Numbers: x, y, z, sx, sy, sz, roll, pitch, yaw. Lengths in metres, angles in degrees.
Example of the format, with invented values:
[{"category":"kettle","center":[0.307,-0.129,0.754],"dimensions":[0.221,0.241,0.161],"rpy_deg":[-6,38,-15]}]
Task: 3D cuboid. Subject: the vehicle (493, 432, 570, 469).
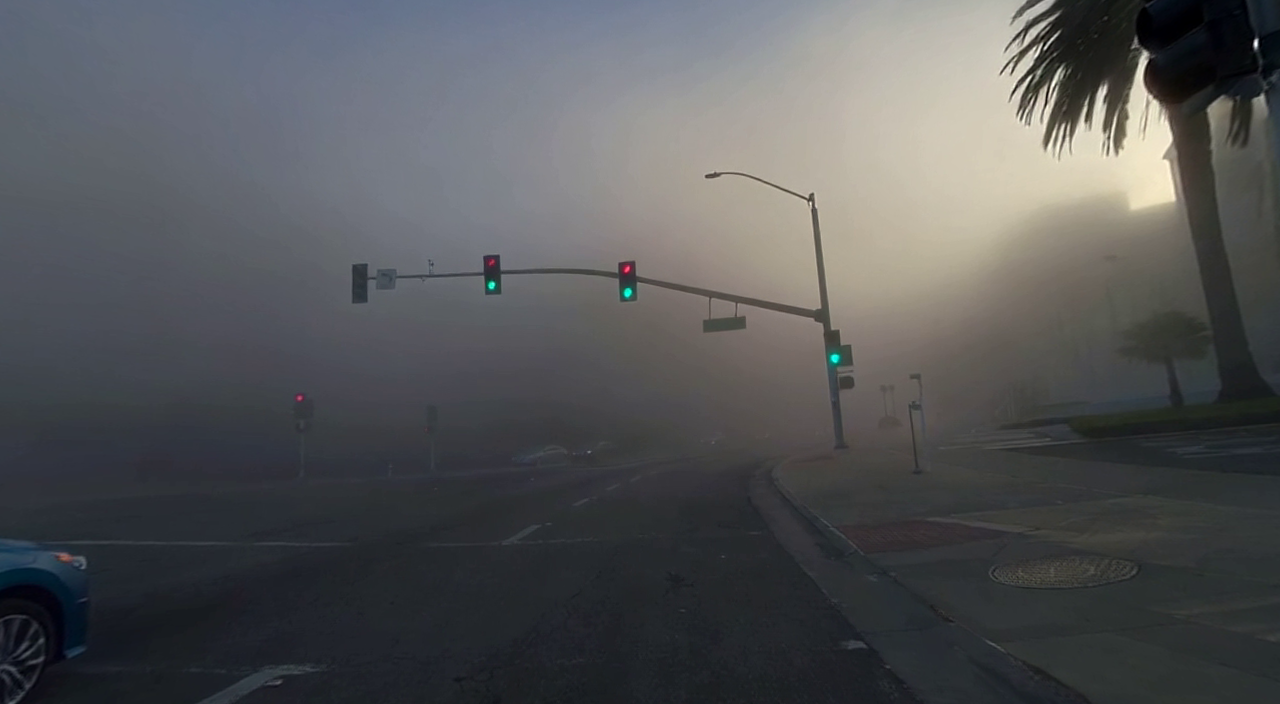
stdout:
[{"category":"vehicle","center":[-5.669,5.231,33.632],"dimensions":[2.181,1.792,4.648],"rpy_deg":[-3,-9,16]}]
